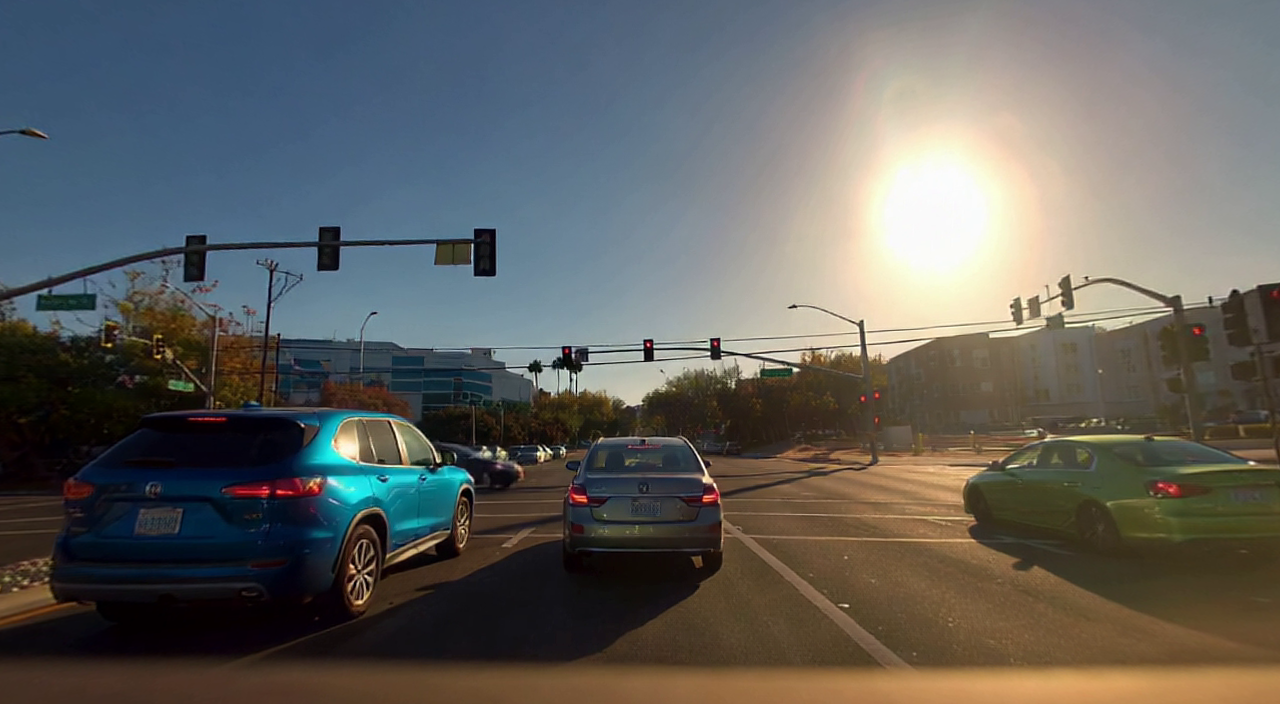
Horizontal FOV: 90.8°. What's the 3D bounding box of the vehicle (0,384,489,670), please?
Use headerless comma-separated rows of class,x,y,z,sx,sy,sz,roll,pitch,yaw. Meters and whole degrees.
vehicle,-3.102,1.366,6.066,2.051,1.682,4.467,0,-8,2

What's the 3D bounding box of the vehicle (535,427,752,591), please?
vehicle,0.001,1.706,7.714,1.942,1.445,3.973,0,-8,-1

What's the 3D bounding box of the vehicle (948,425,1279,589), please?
vehicle,6.091,1.758,8.099,1.970,1.489,4.482,0,-8,-1
